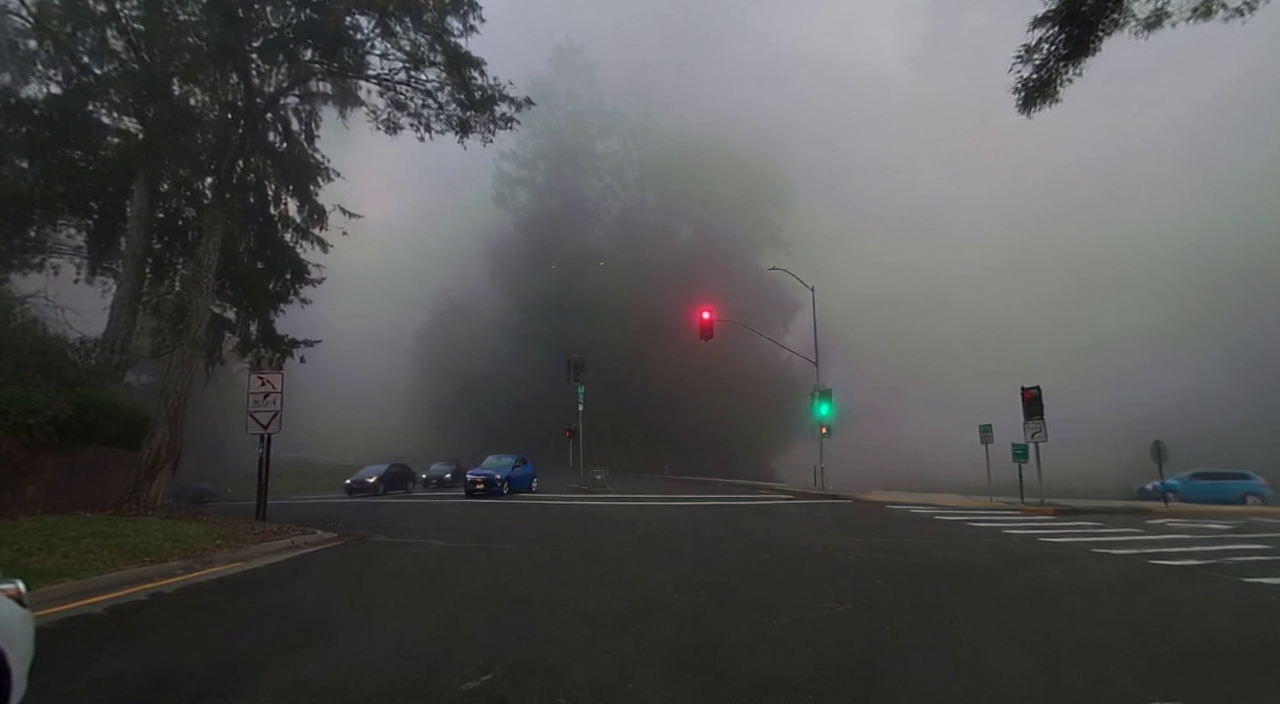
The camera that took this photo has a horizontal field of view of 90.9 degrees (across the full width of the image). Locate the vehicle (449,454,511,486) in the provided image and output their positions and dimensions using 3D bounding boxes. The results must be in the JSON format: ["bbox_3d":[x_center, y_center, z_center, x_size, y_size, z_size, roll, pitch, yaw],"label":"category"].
[{"bbox_3d":[-8.047,5.974,32.098,1.960,1.433,4.213,0,-8,1],"label":"vehicle"}]

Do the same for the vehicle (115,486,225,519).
[{"bbox_3d":[-26.217,8.407,35.342,4.491,1.500,2.029,4,-9,-24],"label":"vehicle"}]

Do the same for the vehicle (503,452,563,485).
[{"bbox_3d":[-5.222,5.754,31.518,2.107,1.456,4.728,0,-8,1],"label":"vehicle"}]

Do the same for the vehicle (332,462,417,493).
[{"bbox_3d":[-17.329,8.157,41.423,2.050,1.755,5.135,-3,-9,21],"label":"vehicle"}]

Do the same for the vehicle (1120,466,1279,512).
[{"bbox_3d":[22.440,5.438,25.219,4.571,1.621,2.113,-1,-9,7],"label":"vehicle"}]
